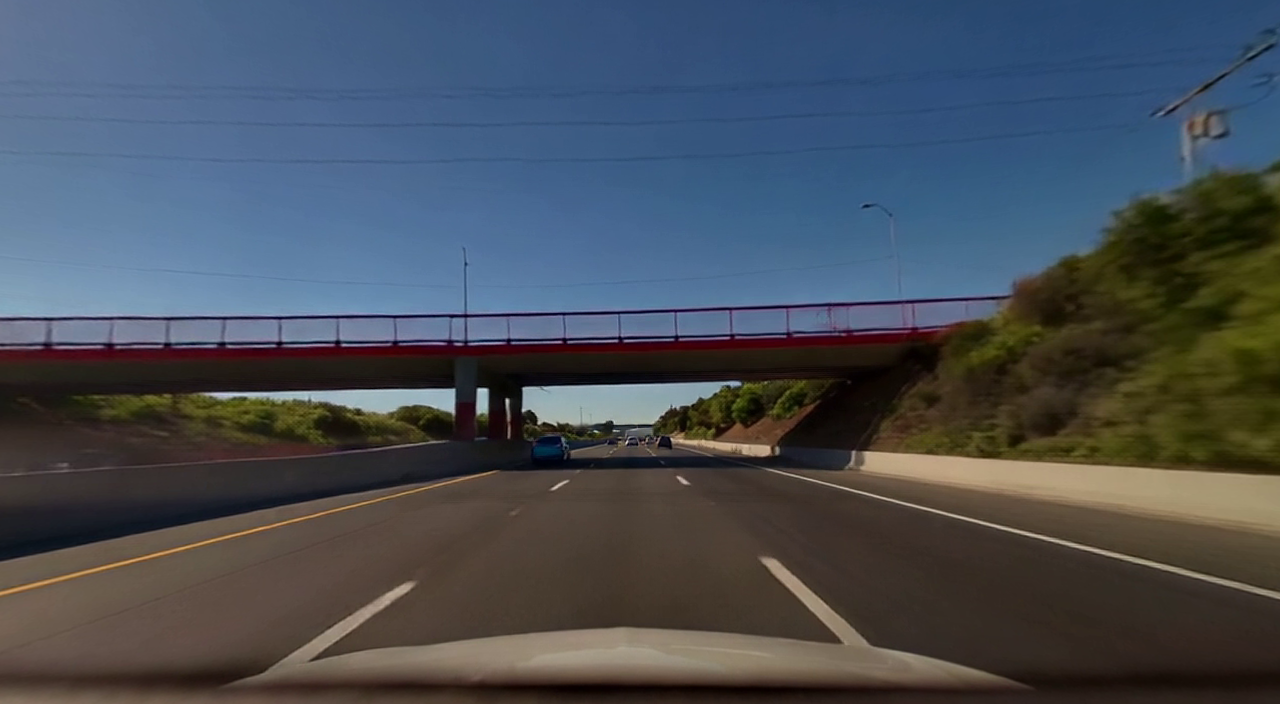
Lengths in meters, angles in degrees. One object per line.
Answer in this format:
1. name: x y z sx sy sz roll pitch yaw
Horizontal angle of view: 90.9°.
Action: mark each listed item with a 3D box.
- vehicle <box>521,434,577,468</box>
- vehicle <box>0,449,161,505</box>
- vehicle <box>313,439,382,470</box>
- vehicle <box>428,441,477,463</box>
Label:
1. vehicle: -4.388 4.844 30.995 2.074 1.535 4.437 0 -8 0
2. vehicle: -16.466 3.526 18.243 1.750 1.335 4.396 0 -8 0
3. vehicle: -16.209 5.664 35.137 1.871 1.548 4.080 0 -8 0
4. vehicle: -13.027 6.948 44.098 1.970 1.473 4.699 0 -8 0
